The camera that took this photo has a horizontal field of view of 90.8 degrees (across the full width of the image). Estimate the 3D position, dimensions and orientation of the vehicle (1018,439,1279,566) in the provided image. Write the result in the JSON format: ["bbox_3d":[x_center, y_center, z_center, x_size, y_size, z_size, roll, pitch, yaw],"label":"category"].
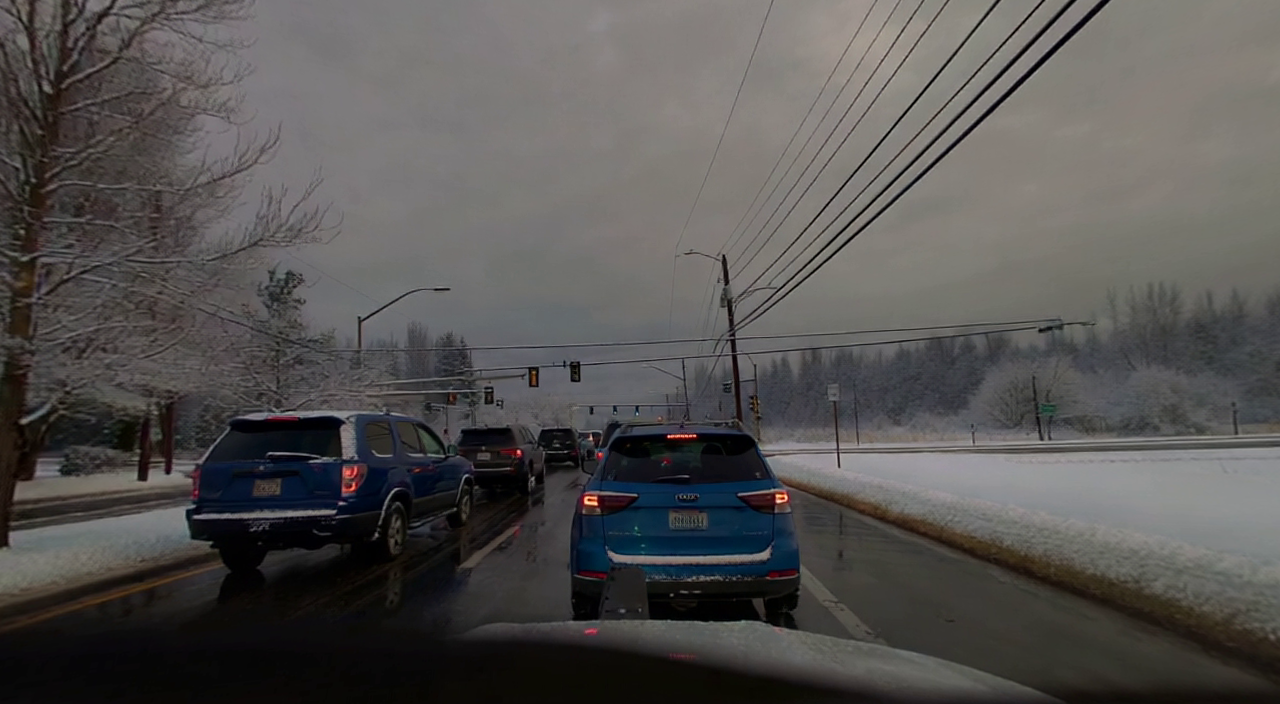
[{"bbox_3d":[8.383,2.154,9.926,1.993,1.508,4.521,0,-9,-1],"label":"vehicle"}]

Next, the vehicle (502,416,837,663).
[{"bbox_3d":[0.116,1.447,5.956,2.056,1.487,4.003,0,-9,-2],"label":"vehicle"}]

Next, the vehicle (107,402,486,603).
[{"bbox_3d":[-3.470,1.610,7.634,2.105,1.706,4.337,0,-9,0],"label":"vehicle"}]
